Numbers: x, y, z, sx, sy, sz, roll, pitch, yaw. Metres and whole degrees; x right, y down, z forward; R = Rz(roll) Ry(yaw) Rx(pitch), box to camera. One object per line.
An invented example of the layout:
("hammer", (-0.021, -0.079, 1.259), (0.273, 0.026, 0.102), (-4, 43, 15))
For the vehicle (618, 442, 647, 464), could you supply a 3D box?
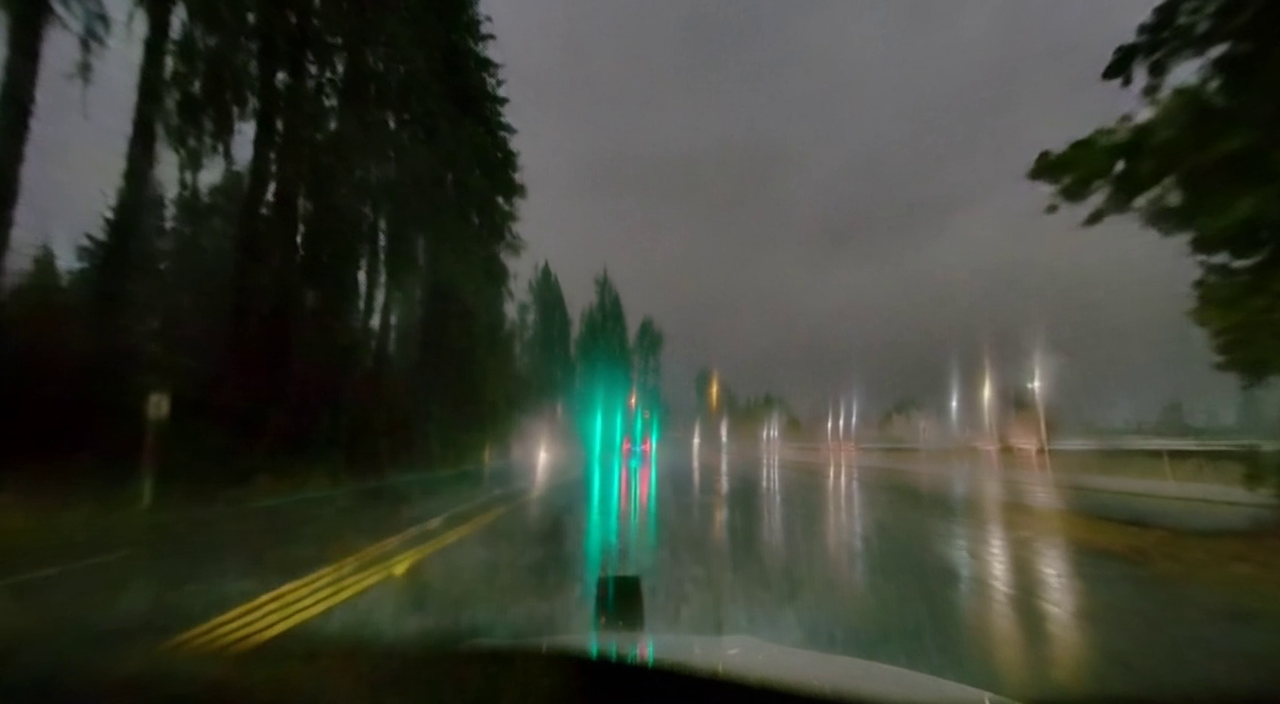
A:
("vehicle", (-0.567, 7.397, 46.297), (2.042, 1.489, 3.963), (0, -9, -1))
